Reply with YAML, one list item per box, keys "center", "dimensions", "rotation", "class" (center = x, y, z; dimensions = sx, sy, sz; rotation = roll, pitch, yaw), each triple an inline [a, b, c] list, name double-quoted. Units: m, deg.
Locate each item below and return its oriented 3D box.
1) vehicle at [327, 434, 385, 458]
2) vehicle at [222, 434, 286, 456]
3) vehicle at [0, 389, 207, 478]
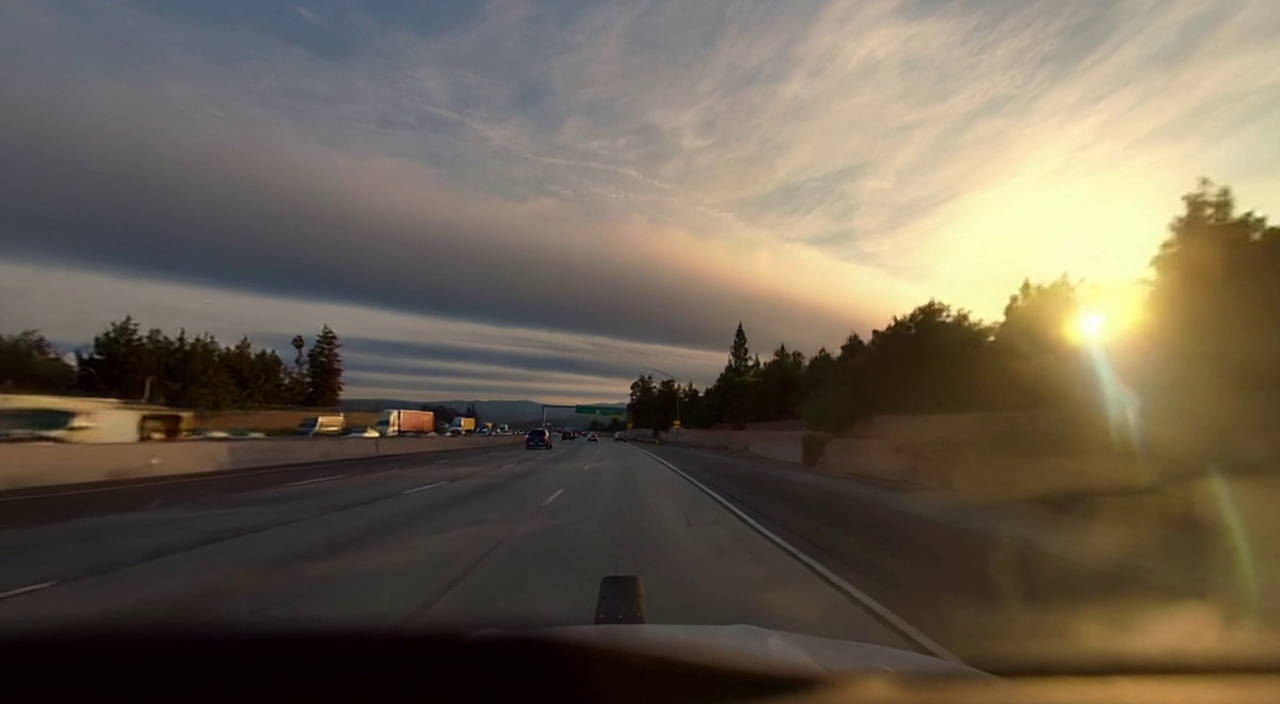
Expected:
- center: [-19.628, 6.509, 43.805]
  dimensions: [1.995, 1.584, 4.624]
  rotation: [0, -8, -1]
  class: "vehicle"
- center: [-26.644, 6.408, 43.731]
  dimensions: [1.799, 1.417, 4.395]
  rotation: [0, -8, -3]
  class: "vehicle"
- center: [-18.155, 2.760, 21.263]
  dimensions: [2.415, 2.528, 6.726]
  rotation: [0, -8, -1]
  class: "vehicle"
